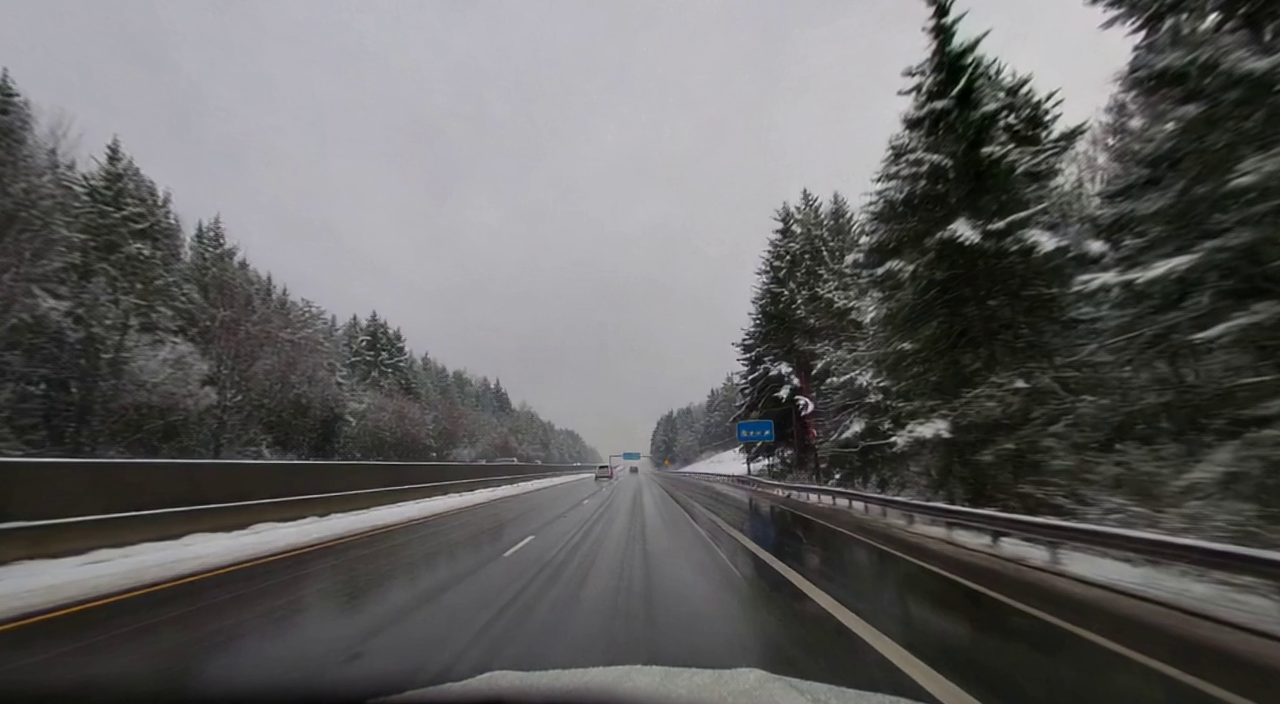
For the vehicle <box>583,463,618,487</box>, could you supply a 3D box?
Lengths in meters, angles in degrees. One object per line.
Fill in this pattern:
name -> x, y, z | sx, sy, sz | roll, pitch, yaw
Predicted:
vehicle -> -2.703, 8.607, 44.219 | 2.168, 1.561, 4.588 | 1, -10, 0
